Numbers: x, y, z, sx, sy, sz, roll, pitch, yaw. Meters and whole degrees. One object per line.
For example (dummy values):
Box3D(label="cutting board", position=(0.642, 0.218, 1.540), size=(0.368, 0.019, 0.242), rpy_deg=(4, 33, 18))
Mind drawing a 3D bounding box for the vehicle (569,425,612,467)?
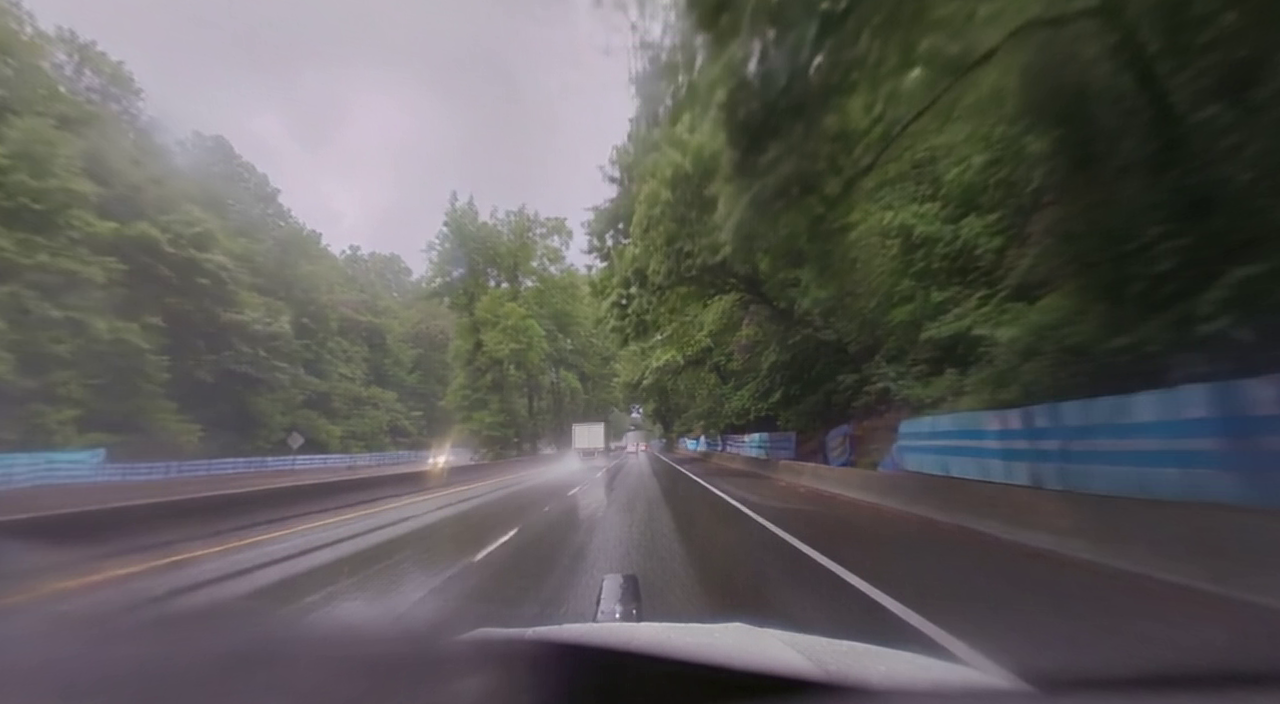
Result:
Box3D(label="vehicle", position=(-3.333, 6.495, 43.493), size=(2.484, 2.625, 5.907), rpy_deg=(-1, -8, 0))
